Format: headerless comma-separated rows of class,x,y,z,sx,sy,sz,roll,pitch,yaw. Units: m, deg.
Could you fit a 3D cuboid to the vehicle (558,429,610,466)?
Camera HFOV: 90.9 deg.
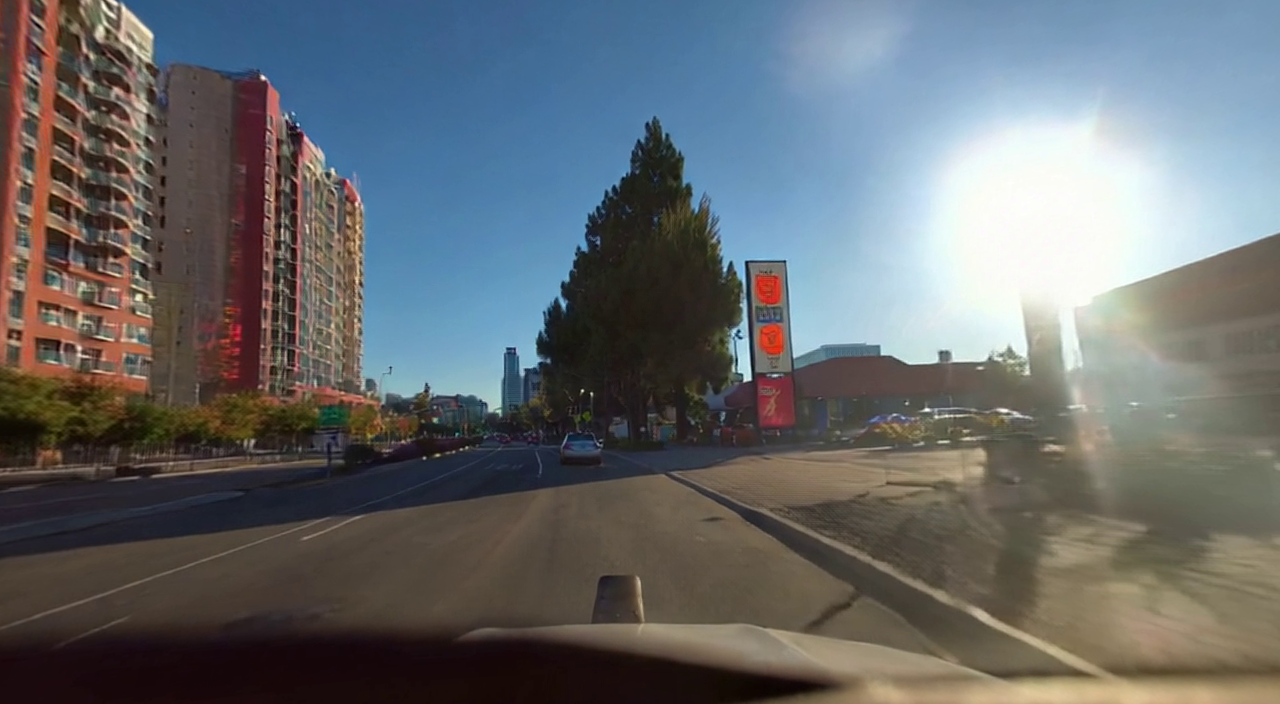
vehicle,-2.685,4.393,29.211,2.231,1.572,4.227,1,-8,-7
